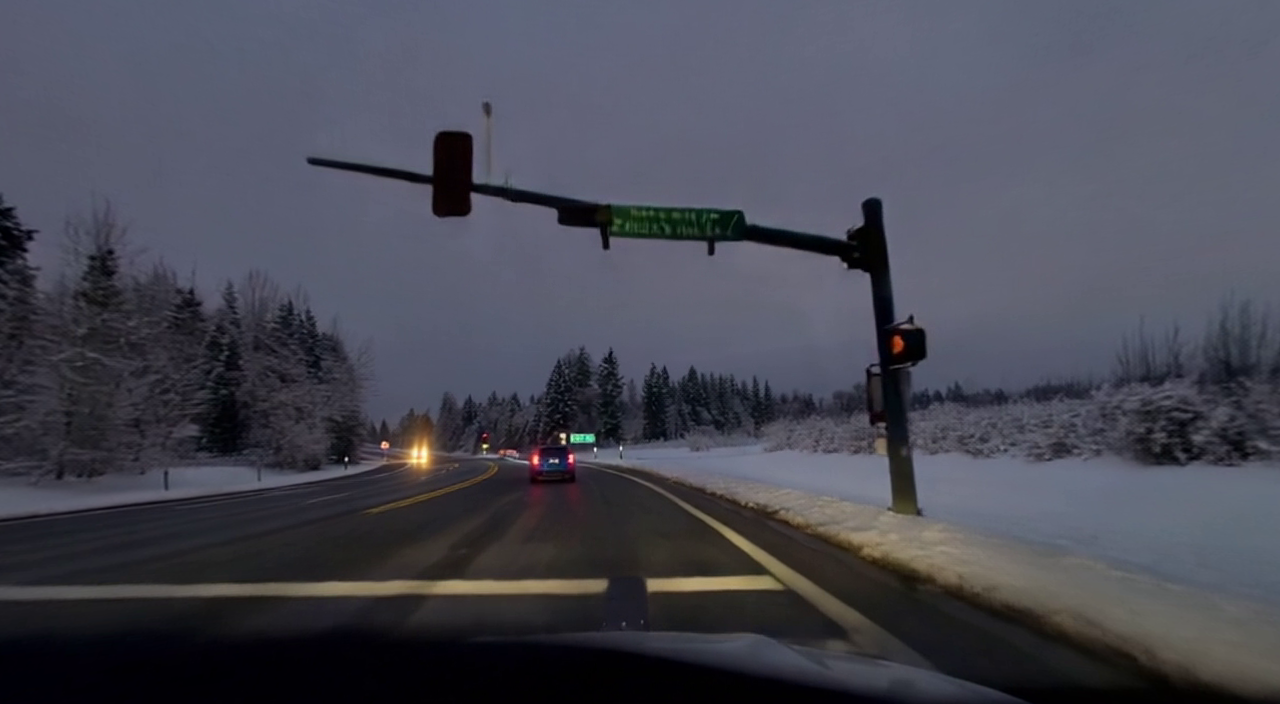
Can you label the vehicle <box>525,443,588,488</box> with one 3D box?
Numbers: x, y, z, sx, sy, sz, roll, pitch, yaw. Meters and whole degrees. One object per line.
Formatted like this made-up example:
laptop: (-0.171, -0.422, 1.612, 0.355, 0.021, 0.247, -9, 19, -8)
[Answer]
vehicle: (-3.260, 4.241, 23.958, 2.148, 1.521, 4.089, 1, -8, -10)
